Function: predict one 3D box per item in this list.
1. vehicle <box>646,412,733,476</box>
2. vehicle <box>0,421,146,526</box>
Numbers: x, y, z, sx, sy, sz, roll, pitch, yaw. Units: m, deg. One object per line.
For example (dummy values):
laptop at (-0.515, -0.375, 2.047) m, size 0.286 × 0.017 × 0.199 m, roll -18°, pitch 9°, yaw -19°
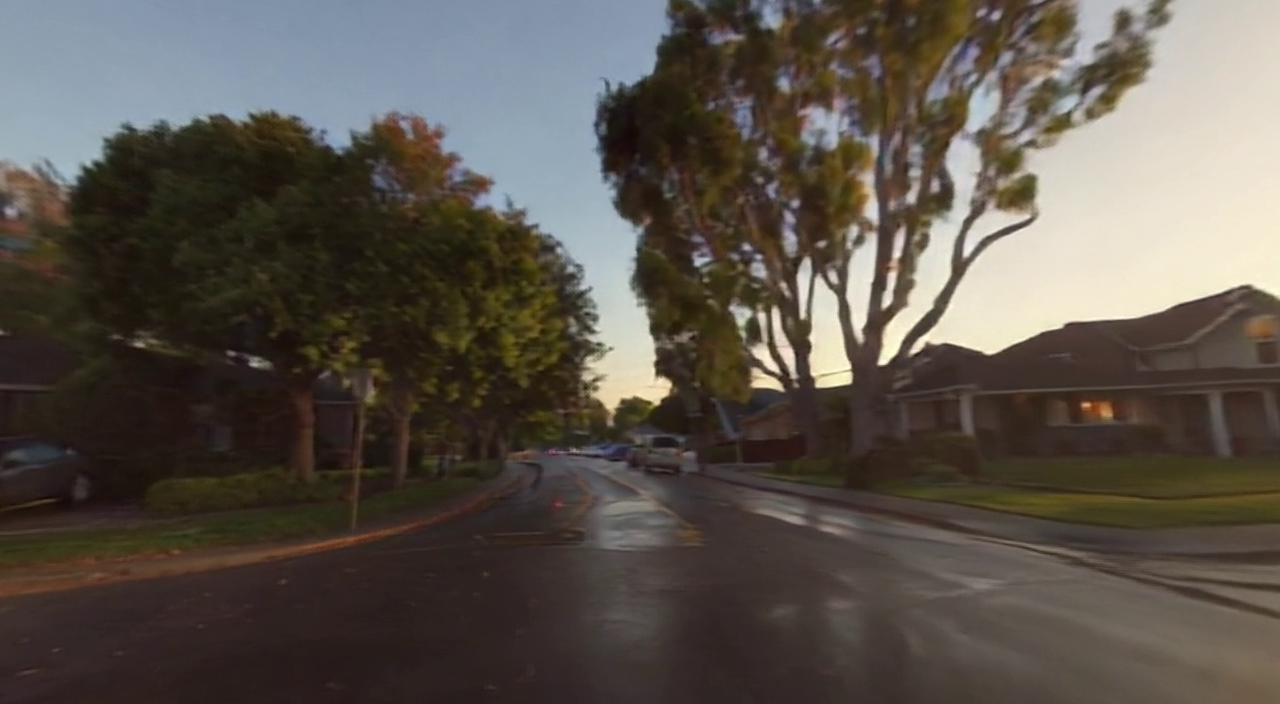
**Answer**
vehicle at (2.506, 4.862, 34.213) m, size 2.718 × 3.089 × 6.380 m, roll 1°, pitch -7°, yaw -15°
vehicle at (-13.195, 2.403, 12.830) m, size 2.286 × 1.915 × 5.980 m, roll 2°, pitch -8°, yaw -10°
